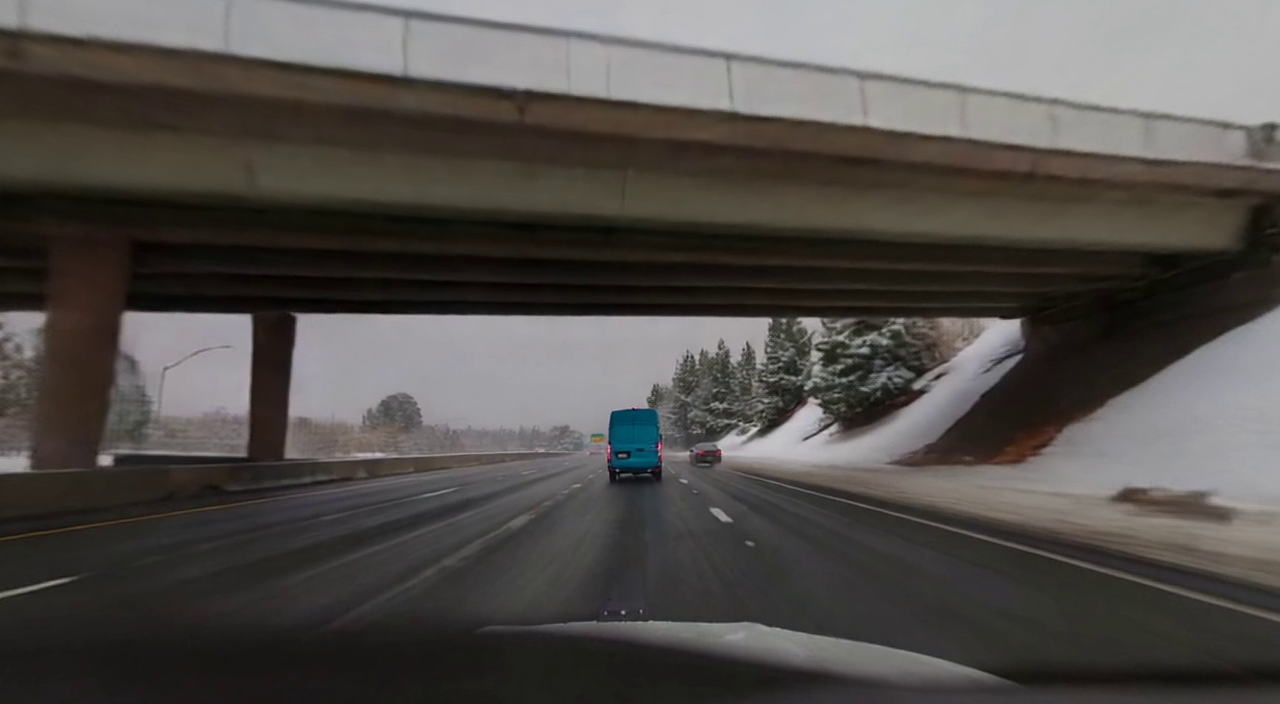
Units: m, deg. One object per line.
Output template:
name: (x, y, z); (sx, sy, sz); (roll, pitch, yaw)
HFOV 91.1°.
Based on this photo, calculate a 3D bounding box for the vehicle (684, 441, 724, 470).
vehicle: (3.868, 6.338, 38.625); (1.987, 1.648, 3.984); (0, -9, 0)

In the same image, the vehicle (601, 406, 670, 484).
vehicle: (-0.056, 3.761, 25.423); (2.476, 2.776, 5.598); (0, -9, 3)
